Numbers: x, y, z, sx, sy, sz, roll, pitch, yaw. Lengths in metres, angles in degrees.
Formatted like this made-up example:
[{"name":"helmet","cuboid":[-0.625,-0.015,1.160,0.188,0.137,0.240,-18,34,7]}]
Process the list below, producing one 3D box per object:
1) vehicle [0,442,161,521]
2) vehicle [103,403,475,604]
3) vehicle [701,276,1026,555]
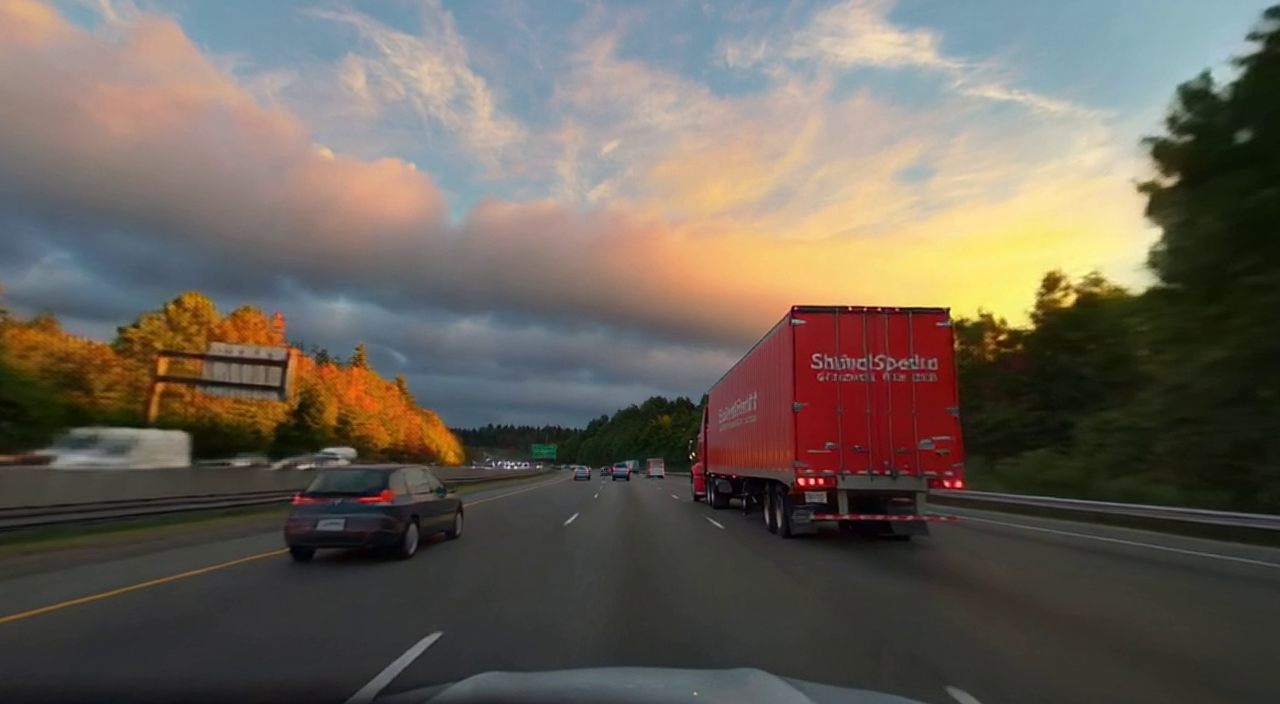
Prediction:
[{"name":"vehicle","cuboid":[-13.020,2.763,13.623,1.863,1.466,4.421,1,-11,-1]},{"name":"vehicle","cuboid":[-3.775,1.797,8.071,2.070,1.775,4.646,1,-11,-1]},{"name":"vehicle","cuboid":[4.063,2.185,16.670,2.992,4.300,13.967,1,-11,-2]}]
